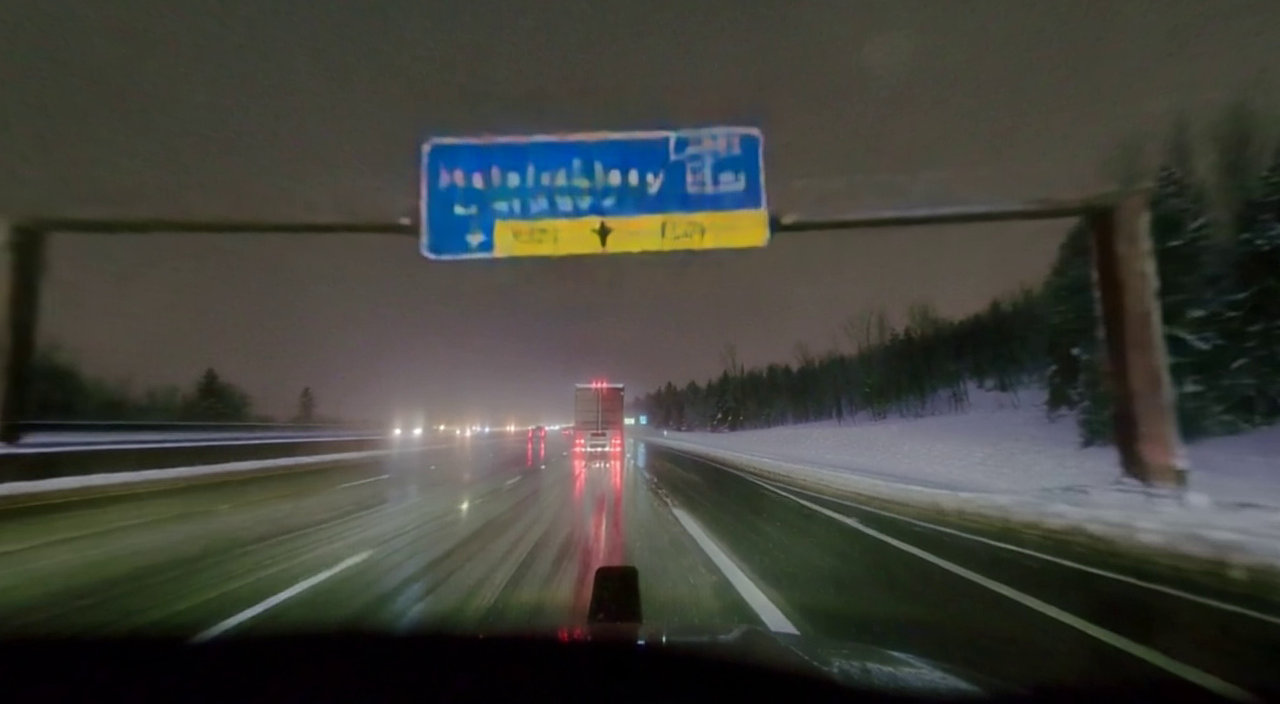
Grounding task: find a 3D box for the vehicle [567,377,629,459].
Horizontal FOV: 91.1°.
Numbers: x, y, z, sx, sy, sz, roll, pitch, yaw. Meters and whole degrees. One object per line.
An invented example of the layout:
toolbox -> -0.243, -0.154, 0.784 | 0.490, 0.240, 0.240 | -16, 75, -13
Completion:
vehicle -> -2.433, 4.045, 37.077 | 3.002, 3.987, 12.477 | 1, -8, -4
